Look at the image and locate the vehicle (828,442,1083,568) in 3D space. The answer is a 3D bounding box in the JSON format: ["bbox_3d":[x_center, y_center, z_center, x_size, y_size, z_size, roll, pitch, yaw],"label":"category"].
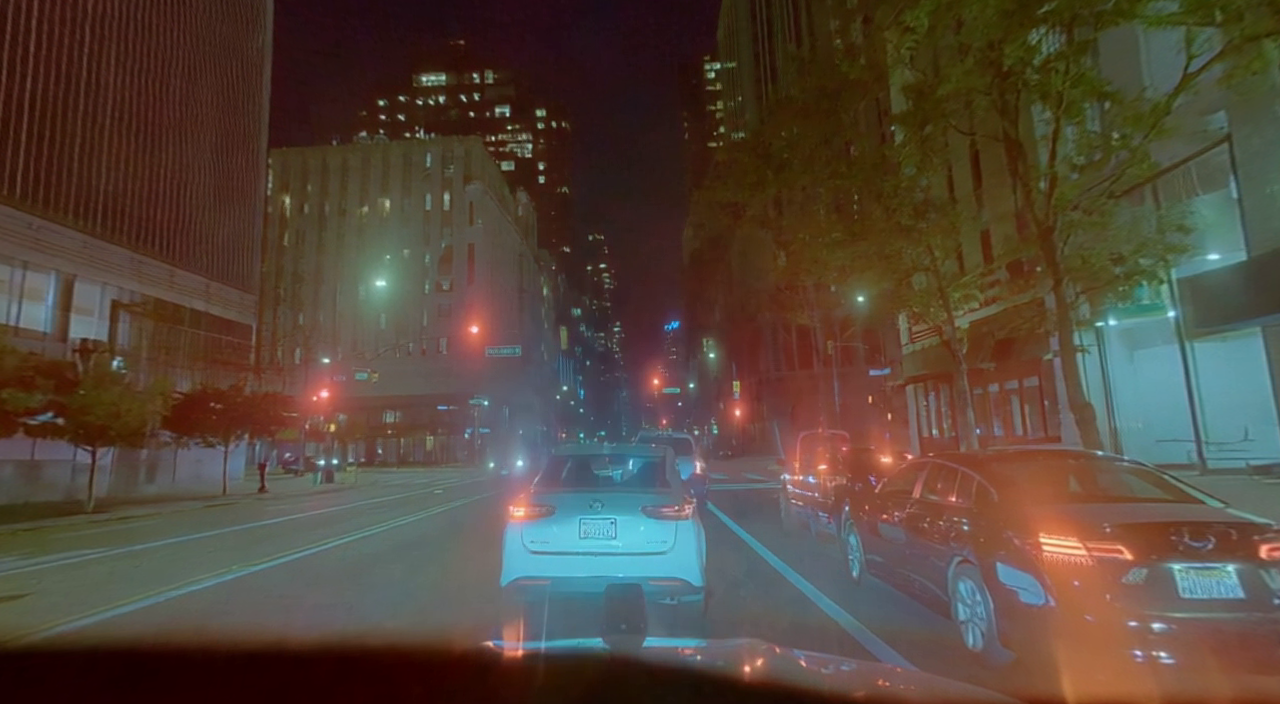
[{"bbox_3d":[4.538,2.210,10.048,1.912,1.505,4.618,-1,-8,4],"label":"vehicle"}]

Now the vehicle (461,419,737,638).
[{"bbox_3d":[-0.283,1.494,6.257,1.888,1.489,3.703,0,-8,0],"label":"vehicle"}]

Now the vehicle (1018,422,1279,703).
[{"bbox_3d":[3.177,0.828,1.110,2.006,1.496,4.767,0,-9,-1],"label":"vehicle"}]
